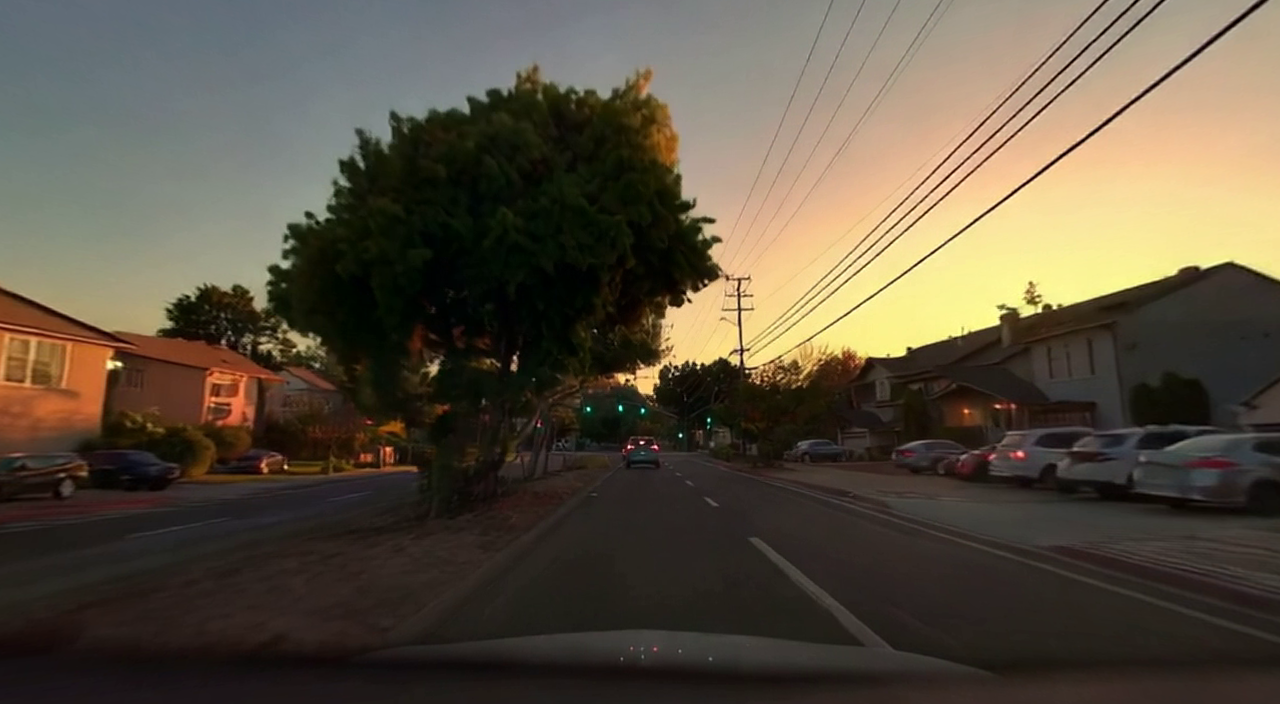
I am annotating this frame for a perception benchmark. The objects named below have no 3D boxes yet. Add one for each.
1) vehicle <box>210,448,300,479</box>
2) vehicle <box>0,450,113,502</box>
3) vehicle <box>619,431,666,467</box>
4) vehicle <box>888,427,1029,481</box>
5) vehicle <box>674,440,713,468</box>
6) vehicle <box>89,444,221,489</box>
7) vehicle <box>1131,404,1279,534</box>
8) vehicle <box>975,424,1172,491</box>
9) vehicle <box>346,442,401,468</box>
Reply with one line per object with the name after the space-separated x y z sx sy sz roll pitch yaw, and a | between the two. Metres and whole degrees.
-20.393 5.880 33.620 1.865 1.506 4.706 0 -8 -1 | vehicle
-20.072 3.950 20.364 2.050 1.501 4.588 0 -8 1 | vehicle
0.155 6.003 39.203 2.769 2.087 5.130 0 -8 0 | vehicle
12.638 4.056 25.245 4.412 1.878 2.048 -2 -8 -2 | vehicle
3.250 6.254 38.730 2.002 1.511 4.124 2 -8 0 | vehicle
-20.218 4.763 26.570 1.973 1.700 4.475 0 -8 0 | vehicle
11.829 1.990 11.061 4.305 1.997 2.453 0 -8 0 | vehicle
13.520 3.307 19.916 4.508 1.937 2.356 1 -8 -5 | vehicle
-20.014 7.733 47.540 2.046 1.874 4.448 0 -8 2 | vehicle
